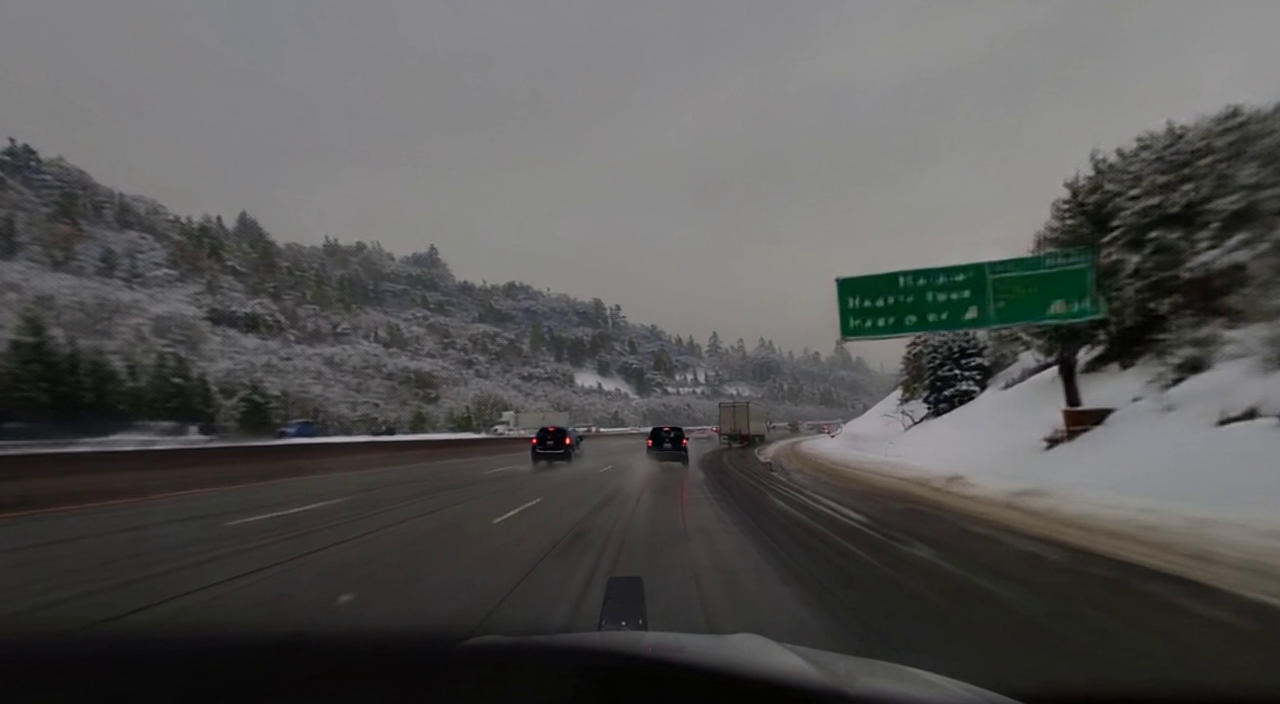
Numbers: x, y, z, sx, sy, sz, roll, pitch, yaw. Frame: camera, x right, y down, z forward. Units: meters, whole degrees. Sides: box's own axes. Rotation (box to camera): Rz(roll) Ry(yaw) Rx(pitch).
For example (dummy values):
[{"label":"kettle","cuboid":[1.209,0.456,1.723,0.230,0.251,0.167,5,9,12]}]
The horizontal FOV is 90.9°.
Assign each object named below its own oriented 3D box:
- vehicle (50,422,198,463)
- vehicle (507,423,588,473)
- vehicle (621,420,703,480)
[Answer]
[{"label":"vehicle","cuboid":[-20.940,3.720,25.923,1.936,1.499,4.651,-1,-8,5]},{"label":"vehicle","cuboid":[-3.384,3.627,24.019,2.077,1.712,4.406,-1,-8,5]},{"label":"vehicle","cuboid":[0.832,3.315,21.568,2.484,1.820,4.497,-1,-8,4]}]
